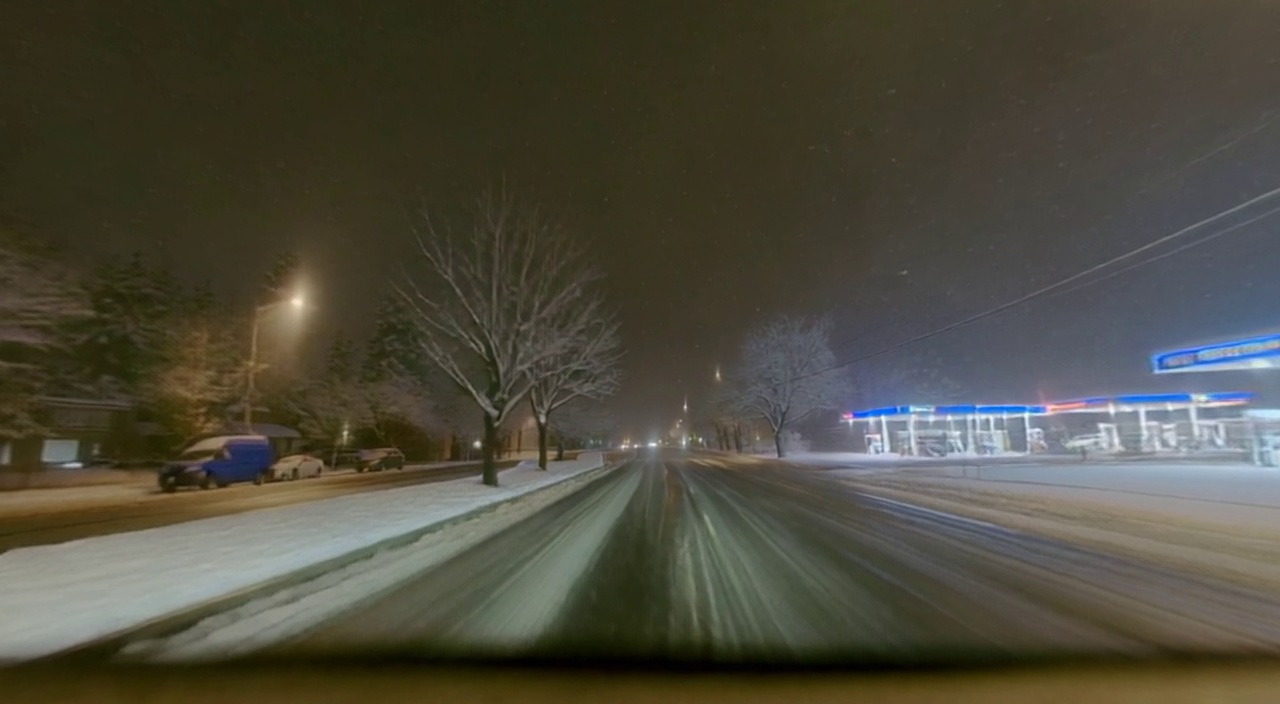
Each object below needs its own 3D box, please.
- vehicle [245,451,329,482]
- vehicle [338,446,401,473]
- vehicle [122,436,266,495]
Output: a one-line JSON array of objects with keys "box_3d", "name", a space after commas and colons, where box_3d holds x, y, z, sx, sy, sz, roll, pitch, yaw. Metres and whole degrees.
[{"box_3d": [-18.682, 6.071, 33.716, 1.829, 1.462, 4.463, -1, -8, 1], "name": "vehicle"}, {"box_3d": [-18.495, 7.345, 43.511, 1.906, 1.744, 5.165, -1, -8, 1], "name": "vehicle"}, {"box_3d": [-18.980, 4.784, 27.334, 2.216, 2.161, 5.522, -3, -8, 0], "name": "vehicle"}]
